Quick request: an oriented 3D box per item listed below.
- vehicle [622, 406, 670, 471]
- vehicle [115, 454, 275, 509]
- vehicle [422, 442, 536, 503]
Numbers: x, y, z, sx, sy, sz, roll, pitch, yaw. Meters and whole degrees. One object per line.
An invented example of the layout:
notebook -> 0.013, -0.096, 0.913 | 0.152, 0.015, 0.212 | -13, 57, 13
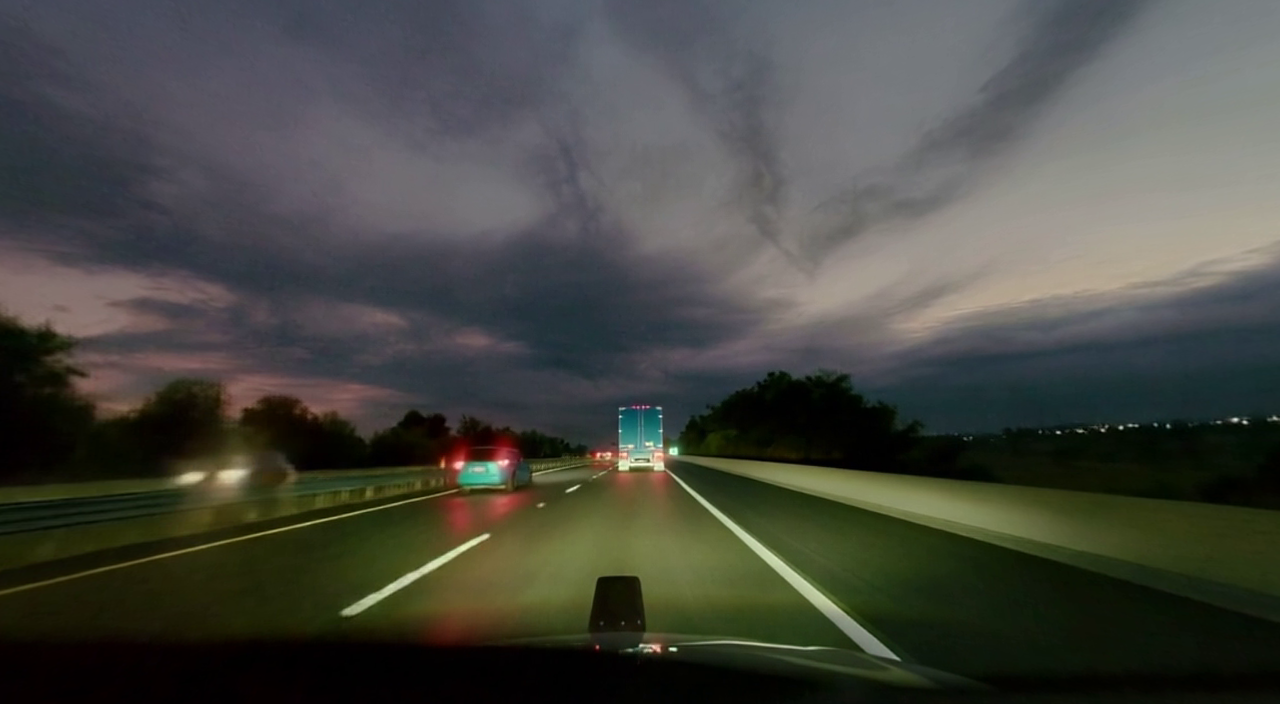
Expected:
vehicle -> 0.447, 6.047, 43.675 | 2.899, 3.966, 10.053 | 0, -9, 1
vehicle -> -13.386, 3.866, 19.319 | 1.815, 1.437, 4.195 | 0, -9, 0
vehicle -> -4.450, 3.398, 18.287 | 2.051, 1.538, 4.569 | 0, -9, 1
